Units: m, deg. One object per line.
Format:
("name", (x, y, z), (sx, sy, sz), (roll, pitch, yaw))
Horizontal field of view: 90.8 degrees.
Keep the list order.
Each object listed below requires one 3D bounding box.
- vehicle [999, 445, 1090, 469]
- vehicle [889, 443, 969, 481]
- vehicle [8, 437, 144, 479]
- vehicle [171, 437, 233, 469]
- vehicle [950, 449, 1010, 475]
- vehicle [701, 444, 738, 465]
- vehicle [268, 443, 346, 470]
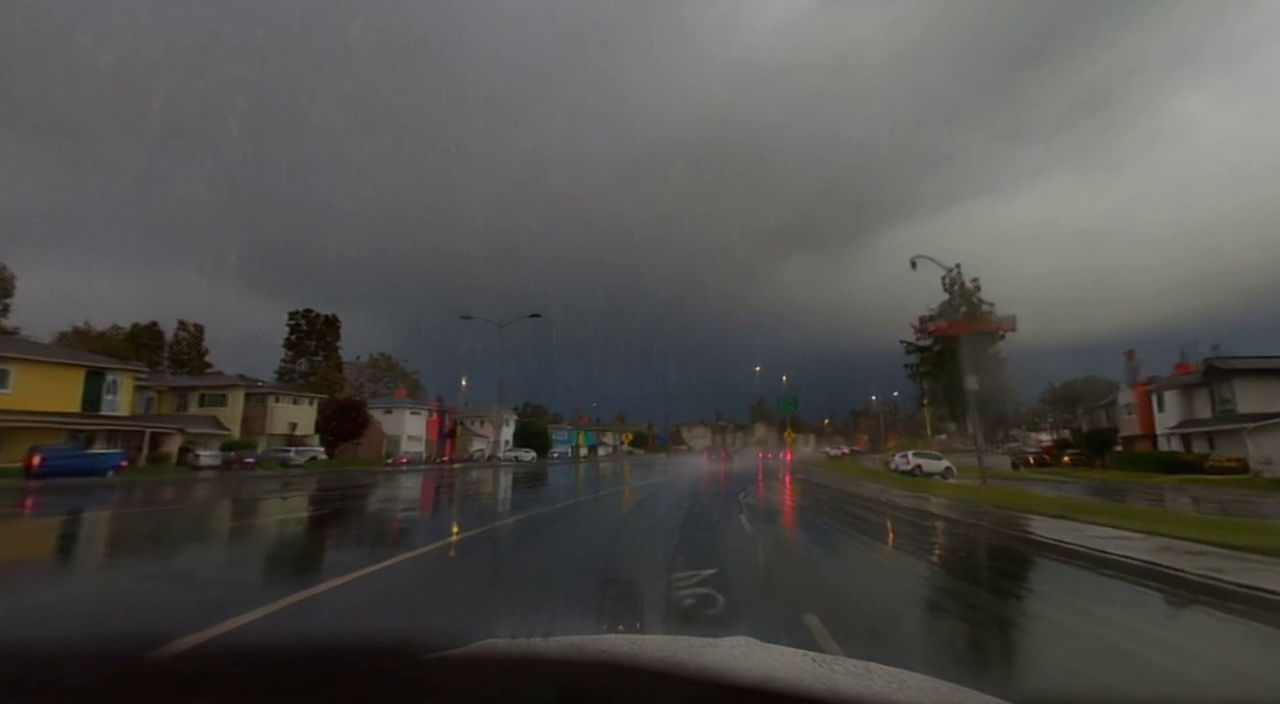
("vehicle", (27.145, 7.035, 42.526), (4.669, 1.517, 1.993), (-1, -9, 8))
("vehicle", (13.463, 5.254, 29.777), (1.988, 1.487, 4.479), (-2, -13, 6))
("vehicle", (-27.954, 5.376, 31.573), (1.958, 1.708, 4.611), (-6, -14, 13))
("vehicle", (-30.626, 7.085, 44.128), (4.799, 1.651, 2.268), (-12, -8, 38))
("vehicle", (21.595, 6.976, 40.348), (1.945, 1.531, 4.589), (-1, -9, 10))
("vehicle", (6.198, 7.848, 48.699), (2.081, 1.489, 4.863), (-2, -9, 16))
("vehicle", (-24.063, 7.542, 45.912), (2.013, 1.792, 4.950), (-3, -9, 17))
